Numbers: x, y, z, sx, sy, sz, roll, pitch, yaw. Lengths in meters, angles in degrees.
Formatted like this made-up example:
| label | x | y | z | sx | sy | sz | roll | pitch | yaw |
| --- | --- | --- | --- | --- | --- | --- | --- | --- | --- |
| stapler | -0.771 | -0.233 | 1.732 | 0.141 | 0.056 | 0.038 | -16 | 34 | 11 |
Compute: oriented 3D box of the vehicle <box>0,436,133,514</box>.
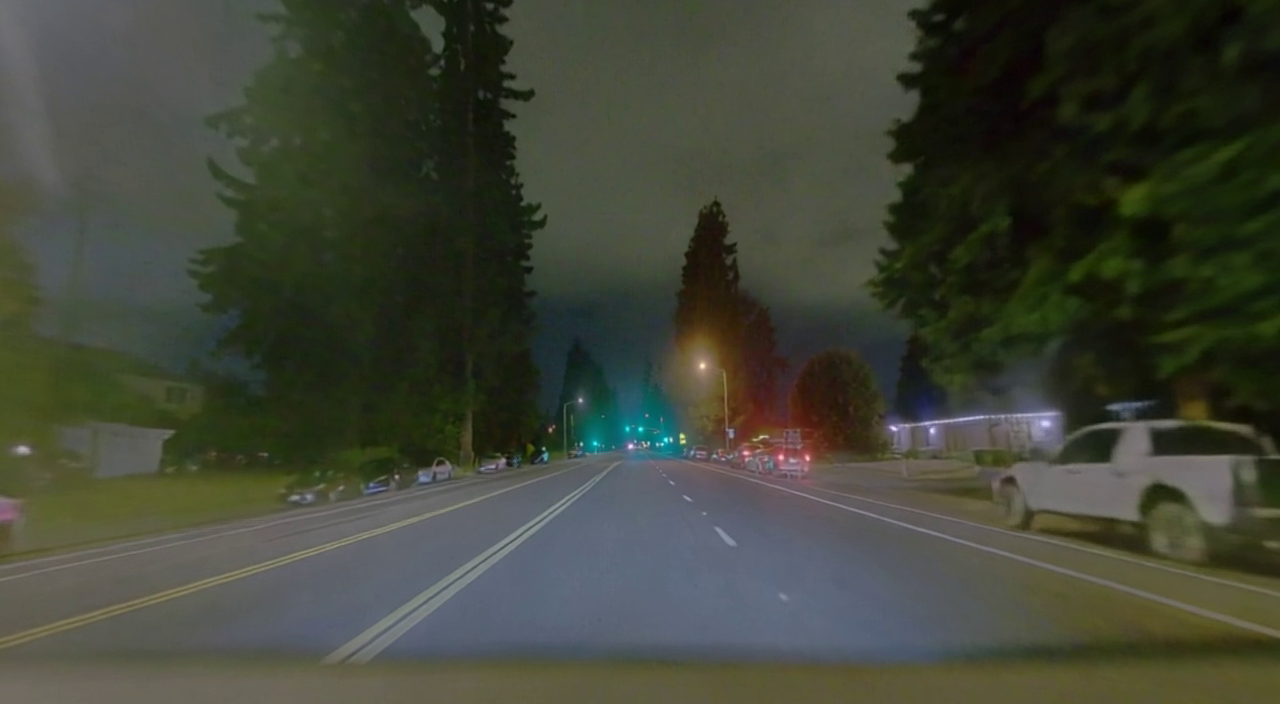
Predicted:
| label | x | y | z | sx | sy | sz | roll | pitch | yaw |
| --- | --- | --- | --- | --- | --- | --- | --- | --- | --- |
| vehicle | -19.316 | 3.573 | 18.594 | 6.704 | 2.118 | 2.342 | 0 | -8 | 0 |

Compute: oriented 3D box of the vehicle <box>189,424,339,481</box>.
| label | x | y | z | sx | sy | sz | roll | pitch | yaw |
| --- | --- | --- | --- | --- | --- | --- | --- | --- | --- |
| vehicle | -20.879 | 5.631 | 35.380 | 6.604 | 3.012 | 2.656 | 0 | -9 | 1 |

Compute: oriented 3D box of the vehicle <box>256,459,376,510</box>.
| label | x | y | z | sx | sy | sz | roll | pitch | yaw |
| --- | --- | --- | --- | --- | --- | --- | --- | --- | --- |
| vehicle | -10.840 | 4.429 | 21.548 | 1.838 | 1.450 | 4.317 | 0 | -8 | -1 |

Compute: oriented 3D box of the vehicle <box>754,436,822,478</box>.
| label | x | y | z | sx | sy | sz | roll | pitch | yaw |
| --- | --- | --- | --- | --- | --- | --- | --- | --- | --- |
| vehicle | 7.188 | 5.144 | 31.218 | 2.103 | 1.912 | 4.892 | 0 | -8 | -1 |

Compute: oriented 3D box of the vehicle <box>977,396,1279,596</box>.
| label | x | y | z | sx | sy | sz | roll | pitch | yaw |
| --- | --- | --- | --- | --- | --- | --- | --- | --- | --- |
| vehicle | 7.373 | 1.748 | 8.479 | 2.224 | 1.956 | 6.057 | 0 | -8 | -1 |

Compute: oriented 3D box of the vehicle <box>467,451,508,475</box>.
| label | x | y | z | sx | sy | sz | roll | pitch | yaw |
| --- | --- | --- | --- | --- | --- | --- | --- | --- | --- |
| vehicle | -10.817 | 7.891 | 45.139 | 1.840 | 1.526 | 4.214 | -1 | -8 | 1 |

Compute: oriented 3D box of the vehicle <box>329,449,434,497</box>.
| label | x | y | z | sx | sy | sz | roll | pitch | yaw |
| --- | --- | --- | --- | --- | --- | --- | --- | --- | --- |
| vehicle | -10.790 | 5.062 | 26.909 | 2.050 | 1.769 | 5.585 | 0 | -8 | 1 |
